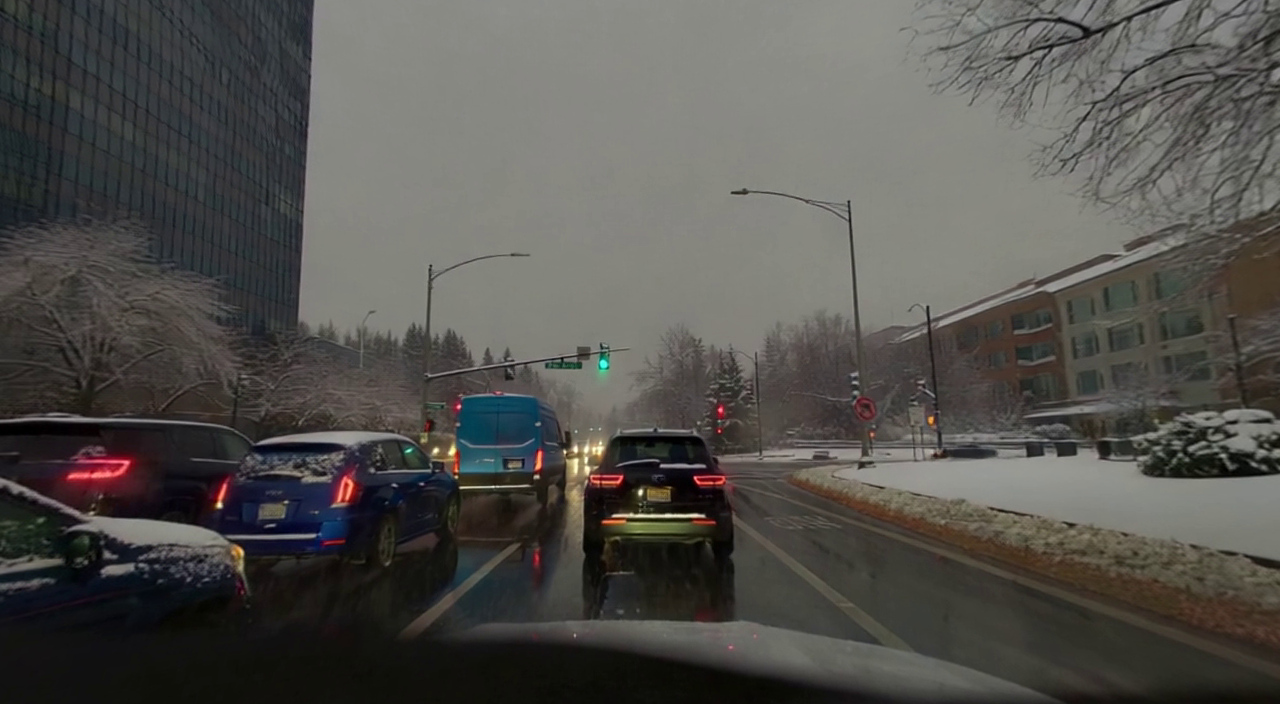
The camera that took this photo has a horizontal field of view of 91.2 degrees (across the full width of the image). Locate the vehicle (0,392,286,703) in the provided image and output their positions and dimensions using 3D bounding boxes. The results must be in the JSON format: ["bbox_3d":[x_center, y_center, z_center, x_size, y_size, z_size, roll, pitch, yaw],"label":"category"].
[{"bbox_3d":[-2.903,0.820,1.525,1.893,1.491,3.798,0,-9,-1],"label":"vehicle"}]

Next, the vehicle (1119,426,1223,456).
[{"bbox_3d":[28.543,4.827,33.918,1.762,1.487,4.488,-1,-9,1],"label":"vehicle"}]

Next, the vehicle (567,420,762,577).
[{"bbox_3d":[0.189,1.775,8.247,1.979,1.562,3.630,0,-9,-2],"label":"vehicle"}]

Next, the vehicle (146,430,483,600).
[{"bbox_3d":[-3.486,1.809,7.845,1.955,1.499,4.223,0,-9,0],"label":"vehicle"}]

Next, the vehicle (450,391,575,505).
[{"bbox_3d":[-3.273,2.675,17.565,2.343,2.635,5.684,0,-9,0],"label":"vehicle"}]
